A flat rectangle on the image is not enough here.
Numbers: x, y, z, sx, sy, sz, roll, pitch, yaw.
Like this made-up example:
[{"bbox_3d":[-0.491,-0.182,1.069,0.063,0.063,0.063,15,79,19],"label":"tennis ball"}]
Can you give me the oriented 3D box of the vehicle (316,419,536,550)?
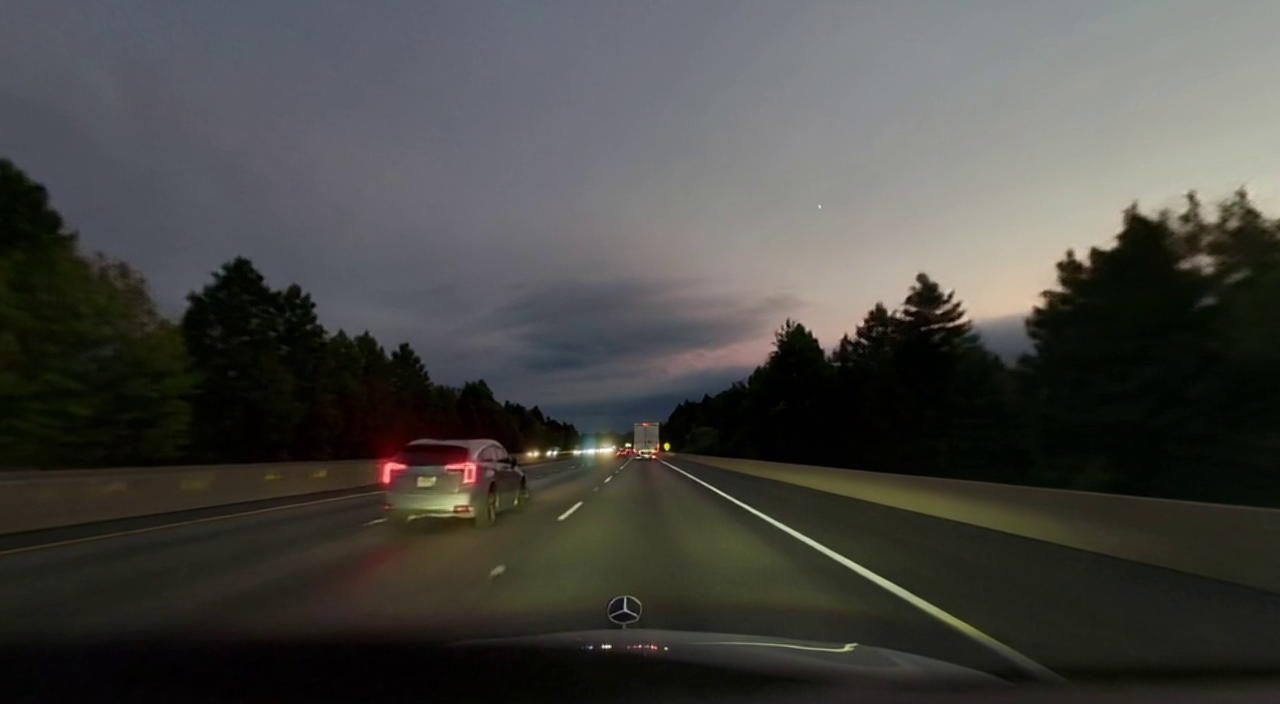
[{"bbox_3d":[-3.180,2.088,10.590,2.017,1.680,4.636,0,-9,0],"label":"vehicle"}]
